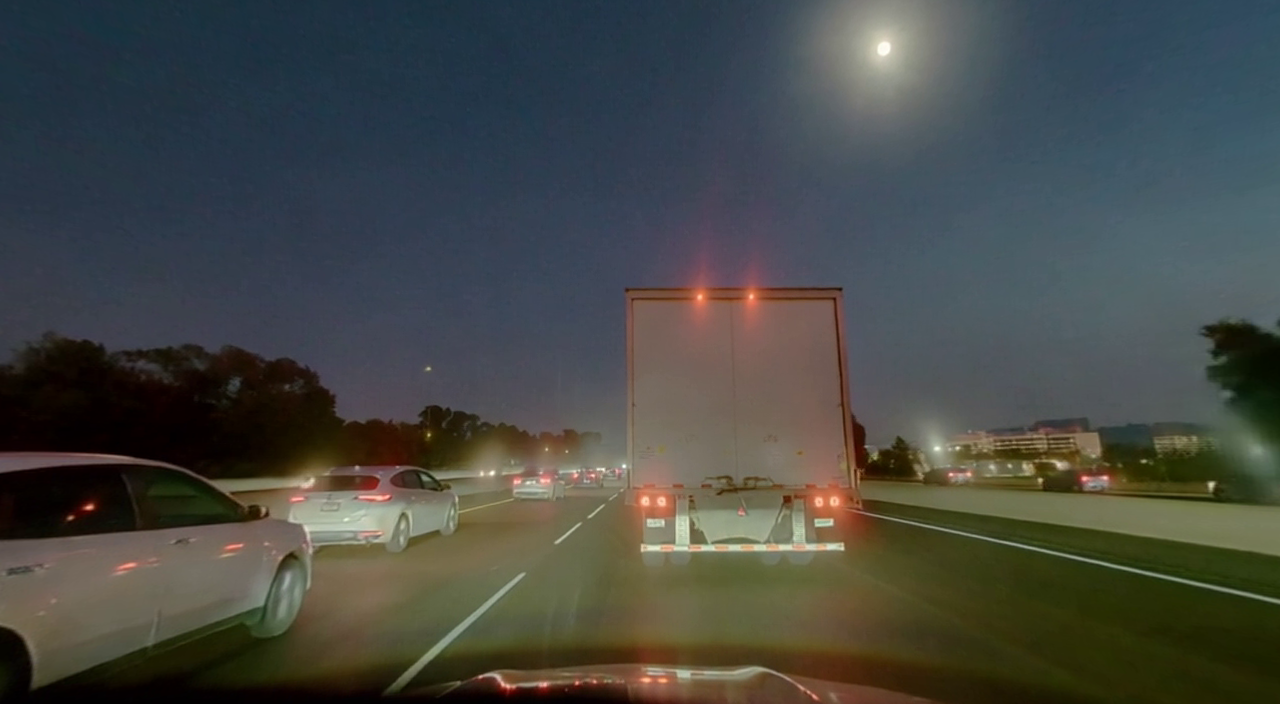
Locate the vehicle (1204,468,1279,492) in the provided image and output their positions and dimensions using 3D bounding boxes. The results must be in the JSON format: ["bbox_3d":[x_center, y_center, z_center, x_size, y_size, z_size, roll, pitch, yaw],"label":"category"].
[{"bbox_3d":[39.717,8.371,41.141,3.974,1.485,1.709,0,-11,1],"label":"vehicle"}]

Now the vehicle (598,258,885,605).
[{"bbox_3d":[0.922,1.537,10.779,2.831,3.529,8.689,1,-11,-1],"label":"vehicle"}]

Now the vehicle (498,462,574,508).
[{"bbox_3d":[-3.743,4.885,23.439,1.964,1.482,4.371,0,-11,1],"label":"vehicle"}]

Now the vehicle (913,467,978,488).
[{"bbox_3d":[22.786,9.320,46.947,4.107,1.485,1.796,-6,-12,30],"label":"vehicle"}]

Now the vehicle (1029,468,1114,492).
[{"bbox_3d":[29.028,8.614,42.545,4.299,1.465,1.807,-3,-11,17],"label":"vehicle"}]

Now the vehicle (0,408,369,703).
[{"bbox_3d":[-3.494,1.133,3.302,1.983,1.509,4.679,0,-11,1],"label":"vehicle"}]

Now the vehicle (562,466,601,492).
[{"bbox_3d":[-3.439,7.535,37.552,1.867,1.418,3.670,0,-11,2],"label":"vehicle"}]
